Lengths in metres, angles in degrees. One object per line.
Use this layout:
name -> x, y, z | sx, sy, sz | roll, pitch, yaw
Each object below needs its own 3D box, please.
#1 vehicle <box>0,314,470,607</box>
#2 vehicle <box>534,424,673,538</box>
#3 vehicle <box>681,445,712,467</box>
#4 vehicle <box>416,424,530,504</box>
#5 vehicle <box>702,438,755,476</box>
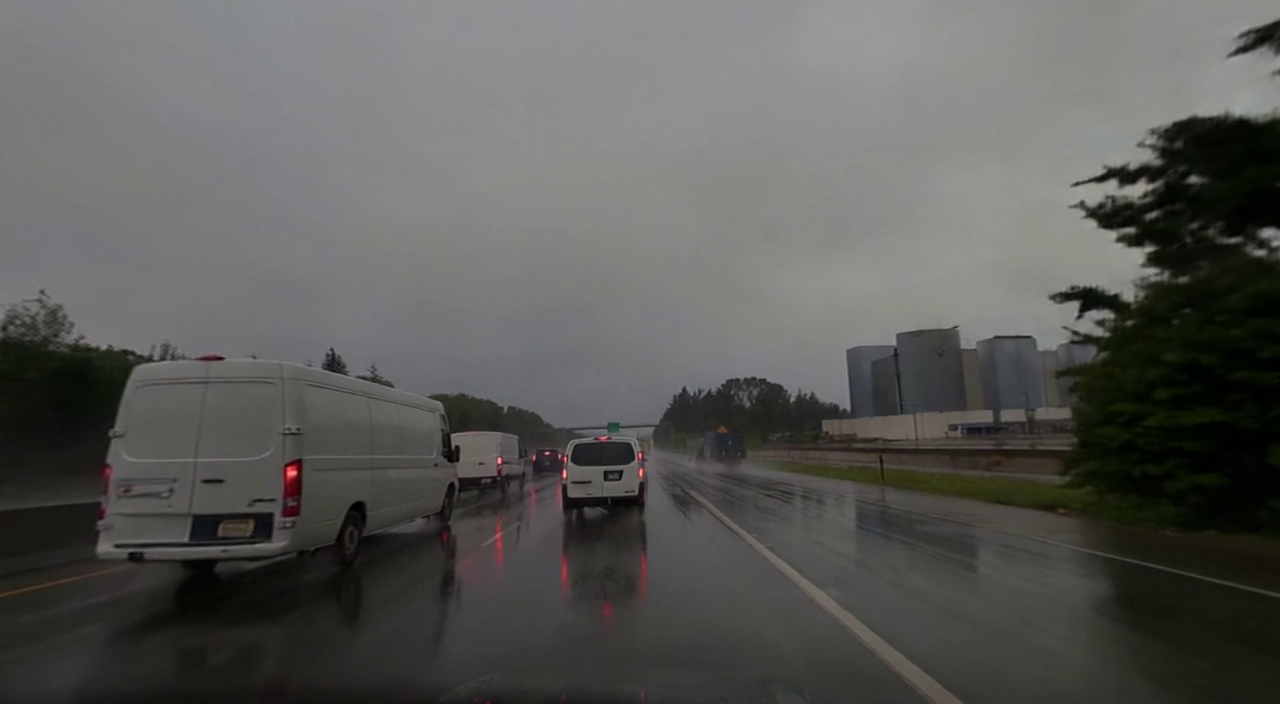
vehicle -> -4.553, 1.470, 9.128 | 2.248, 2.626, 6.837 | 0, -9, 0
vehicle -> -0.573, 2.243, 11.480 | 2.093, 1.695, 3.782 | 0, -9, -1
vehicle -> 4.204, 7.803, 47.426 | 1.874, 1.512, 3.723 | 0, -9, -1
vehicle -> -4.574, 3.146, 18.040 | 2.043, 1.987, 4.486 | 0, -9, 0
vehicle -> 4.370, 5.283, 31.782 | 2.003, 1.754, 4.134 | 0, -9, 0
